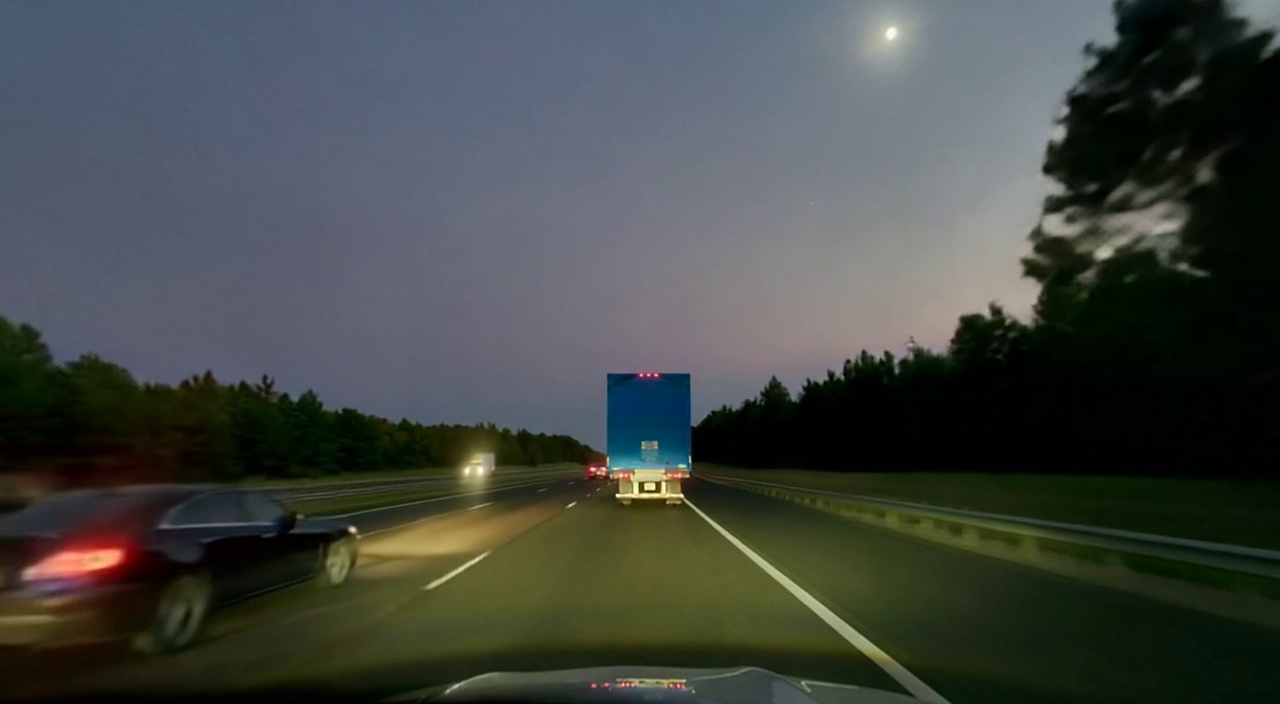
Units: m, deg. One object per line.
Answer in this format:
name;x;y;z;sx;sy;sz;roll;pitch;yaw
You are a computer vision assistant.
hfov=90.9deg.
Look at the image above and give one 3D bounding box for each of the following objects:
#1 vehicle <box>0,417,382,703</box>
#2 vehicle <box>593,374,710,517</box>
vehicle;-4.097;1.411;4.887;2.079;1.506;4.821;1;-10;1
vehicle;0.245;3.290;21.210;3.008;3.678;9.512;1;-10;-1
